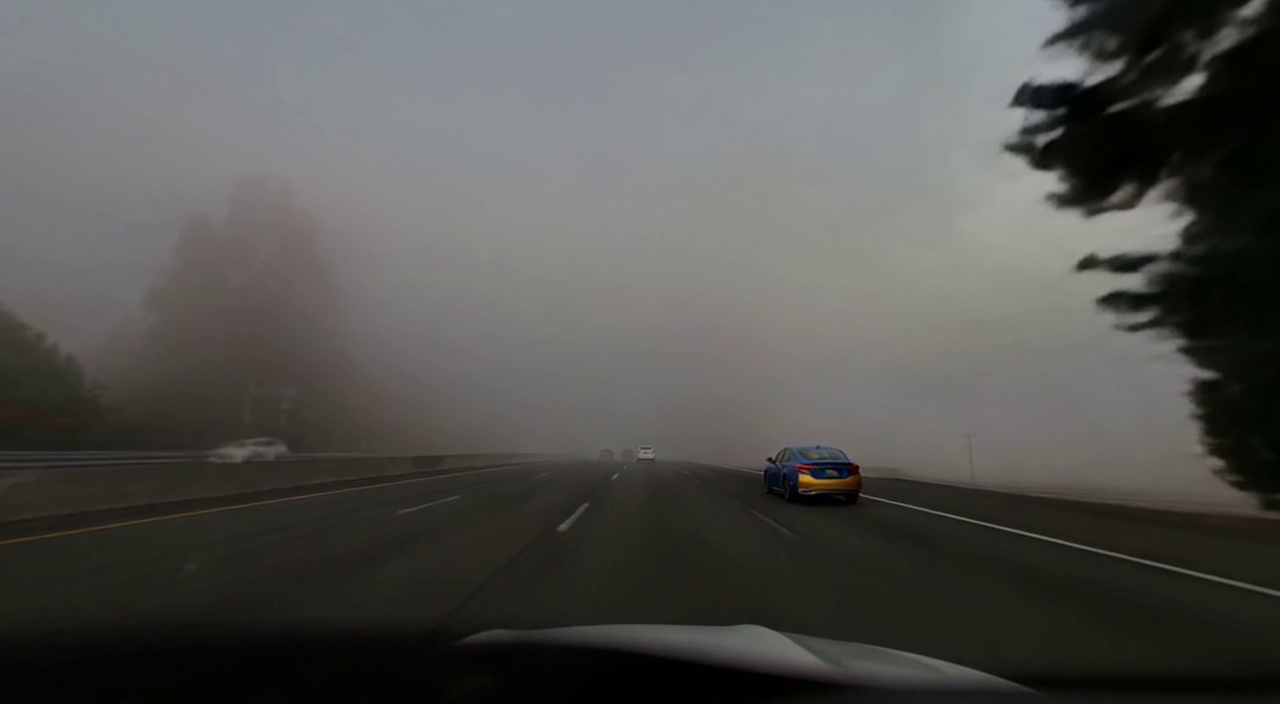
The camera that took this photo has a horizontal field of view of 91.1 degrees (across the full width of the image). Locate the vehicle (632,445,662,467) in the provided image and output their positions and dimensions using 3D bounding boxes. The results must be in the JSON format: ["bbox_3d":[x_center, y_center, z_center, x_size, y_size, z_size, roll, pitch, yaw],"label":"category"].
[{"bbox_3d":[0.475,7.506,45.498,2.052,1.449,3.857,0,-9,0],"label":"vehicle"}]

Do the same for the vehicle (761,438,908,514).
[{"bbox_3d":[4.391,2.859,15.056,2.008,1.524,4.598,0,-9,-1],"label":"vehicle"}]

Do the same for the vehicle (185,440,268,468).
[{"bbox_3d":[-24.848,6.119,37.936,1.859,1.533,4.586,-1,-9,1],"label":"vehicle"}]
